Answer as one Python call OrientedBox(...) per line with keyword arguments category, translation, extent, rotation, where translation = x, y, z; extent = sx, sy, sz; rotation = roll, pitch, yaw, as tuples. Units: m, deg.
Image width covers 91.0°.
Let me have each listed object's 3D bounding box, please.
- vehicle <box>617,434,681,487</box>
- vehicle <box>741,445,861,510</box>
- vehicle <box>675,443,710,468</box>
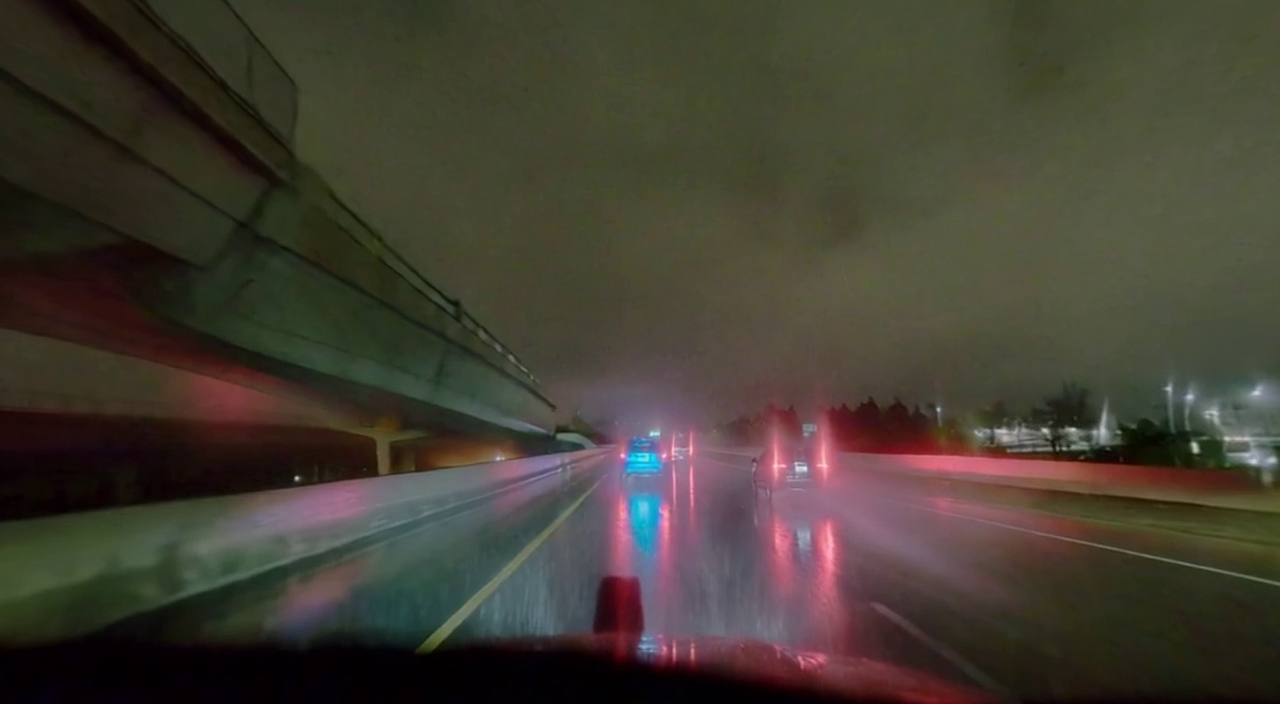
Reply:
OrientedBox(category="vehicle", translation=(0.308, 4.190, 24.635), extent=(2.264, 1.841, 4.583), rotation=(0, -9, -1))
OrientedBox(category="vehicle", translation=(4.103, 3.244, 16.827), extent=(2.047, 1.500, 4.017), rotation=(1, -9, -2))
OrientedBox(category="vehicle", translation=(3.661, 7.309, 44.633), extent=(2.047, 1.700, 4.069), rotation=(0, -9, -1))
